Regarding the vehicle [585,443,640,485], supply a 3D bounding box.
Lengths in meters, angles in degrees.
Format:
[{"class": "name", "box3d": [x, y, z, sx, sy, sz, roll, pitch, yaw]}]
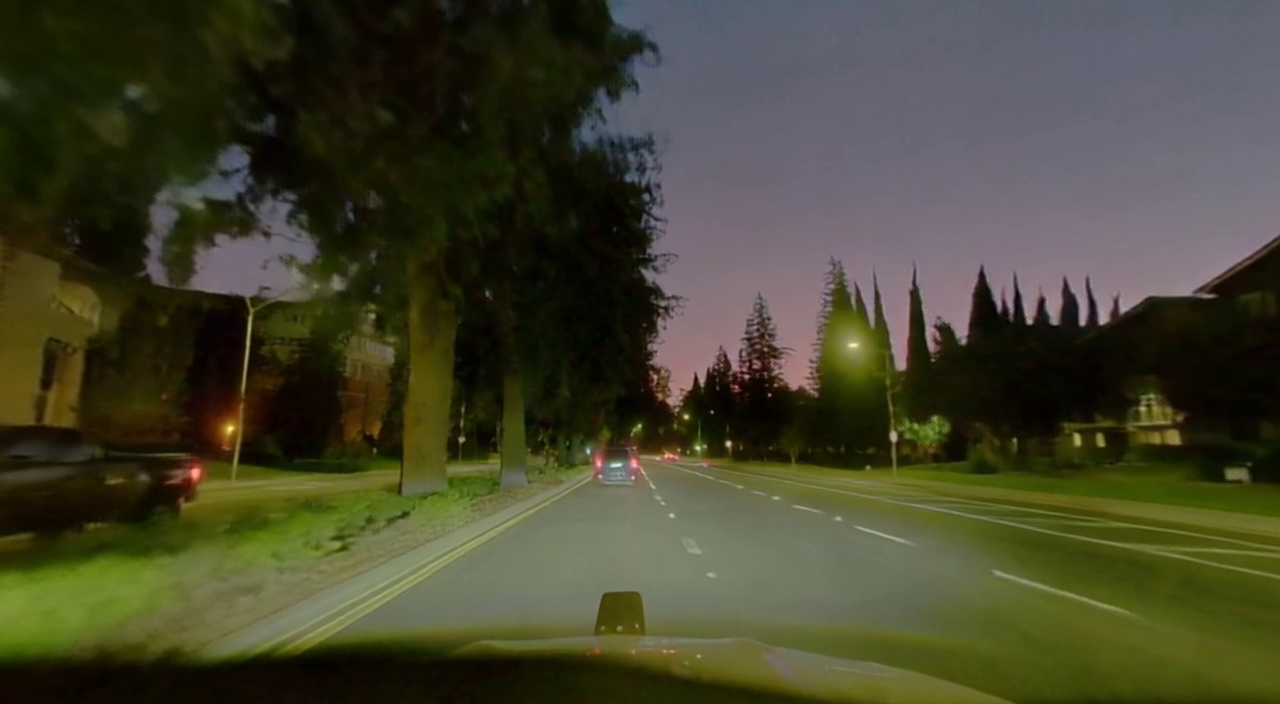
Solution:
[{"class": "vehicle", "box3d": [-1.065, 4.691, 26.746, 2.093, 1.591, 4.247, 0, -8, 0]}]

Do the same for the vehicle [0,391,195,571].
[{"class": "vehicle", "box3d": [-8.762, 1.623, 8.174, 2.386, 2.101, 4.923, 1, -8, 0]}]
